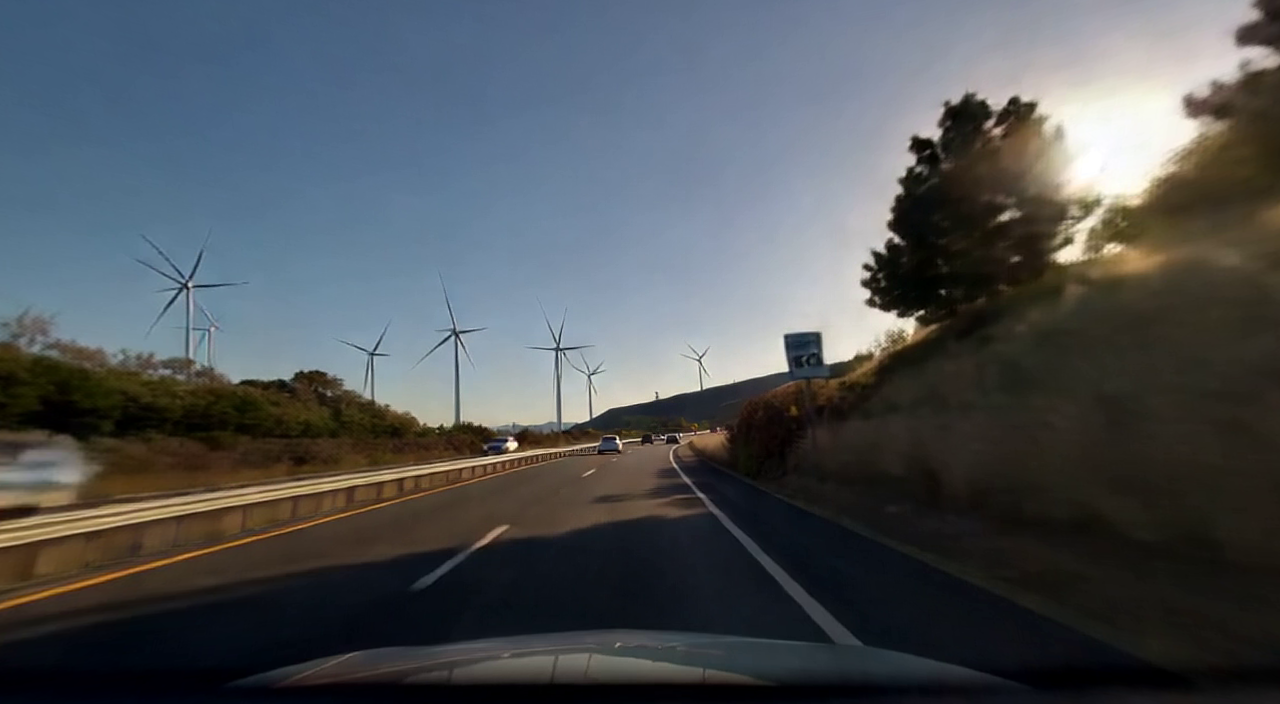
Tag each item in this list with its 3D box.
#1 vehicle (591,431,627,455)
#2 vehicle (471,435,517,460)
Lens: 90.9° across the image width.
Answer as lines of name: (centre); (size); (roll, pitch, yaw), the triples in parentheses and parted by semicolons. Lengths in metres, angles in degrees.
vehicle: (-2.115, 6.403, 44.554); (2.123, 1.629, 4.180); (0, -8, 3)
vehicle: (-9.048, 5.931, 39.372); (1.850, 1.450, 3.951); (0, -8, 2)
